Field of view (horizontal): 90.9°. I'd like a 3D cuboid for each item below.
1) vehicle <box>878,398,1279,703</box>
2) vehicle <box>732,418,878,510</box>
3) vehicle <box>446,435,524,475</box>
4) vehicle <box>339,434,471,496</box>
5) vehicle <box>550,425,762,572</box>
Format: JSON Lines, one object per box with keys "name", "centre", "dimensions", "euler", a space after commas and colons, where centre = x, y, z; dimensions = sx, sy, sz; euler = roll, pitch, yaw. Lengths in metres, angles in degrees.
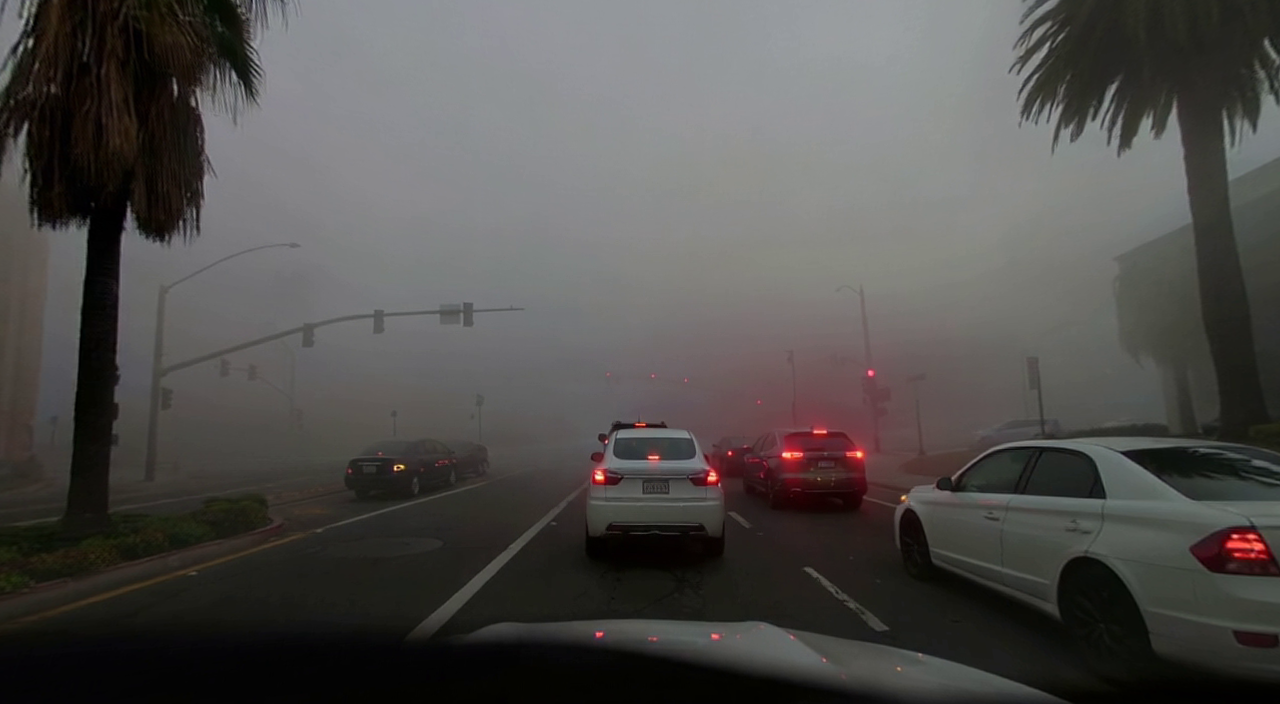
{"name": "vehicle", "centre": [3.541, 1.227, 4.492], "dimensions": [1.910, 1.490, 4.661], "euler": [0, -8, 1]}
{"name": "vehicle", "centre": [3.487, 2.472, 14.316], "dimensions": [2.169, 1.751, 4.276], "euler": [0, -8, 0]}
{"name": "vehicle", "centre": [-6.060, 4.094, 25.217], "dimensions": [1.822, 1.456, 4.396], "euler": [0, -8, 2]}
{"name": "vehicle", "centre": [-6.266, 3.049, 17.396], "dimensions": [1.900, 1.487, 4.165], "euler": [0, -8, 2]}
{"name": "vehicle", "centre": [0.175, 1.787, 8.463], "dimensions": [2.140, 1.474, 4.026], "euler": [0, -8, 0]}
